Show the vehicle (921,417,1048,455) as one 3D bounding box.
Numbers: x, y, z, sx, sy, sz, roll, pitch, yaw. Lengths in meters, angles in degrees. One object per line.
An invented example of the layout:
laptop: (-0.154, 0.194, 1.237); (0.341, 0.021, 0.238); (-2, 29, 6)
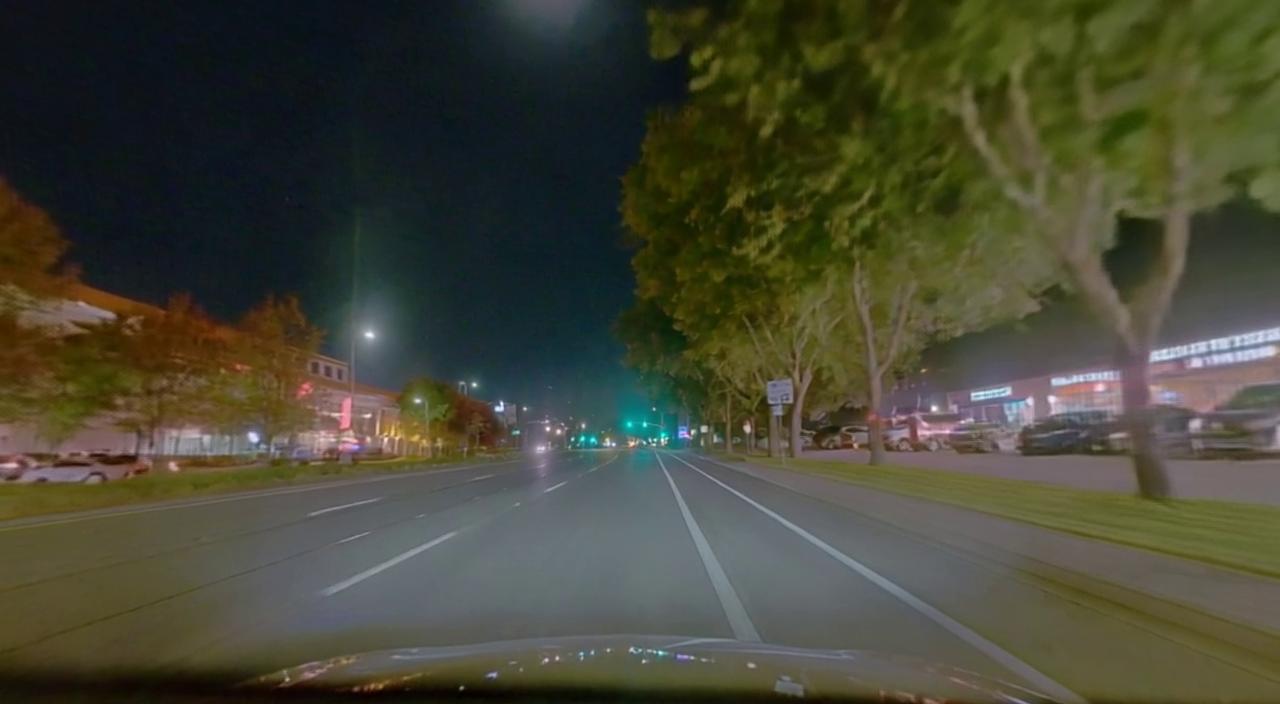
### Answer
vehicle: (13.419, 3.321, 24.733); (3.820, 1.413, 1.952); (0, -9, 0)

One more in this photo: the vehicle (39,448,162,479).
vehicle: (-31.342, 6.456, 36.724); (5.115, 1.744, 2.000); (0, -9, -3)

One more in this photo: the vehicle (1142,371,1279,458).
vehicle: (12.959, 1.299, 12.663); (3.998, 1.612, 1.980); (0, -9, -1)
